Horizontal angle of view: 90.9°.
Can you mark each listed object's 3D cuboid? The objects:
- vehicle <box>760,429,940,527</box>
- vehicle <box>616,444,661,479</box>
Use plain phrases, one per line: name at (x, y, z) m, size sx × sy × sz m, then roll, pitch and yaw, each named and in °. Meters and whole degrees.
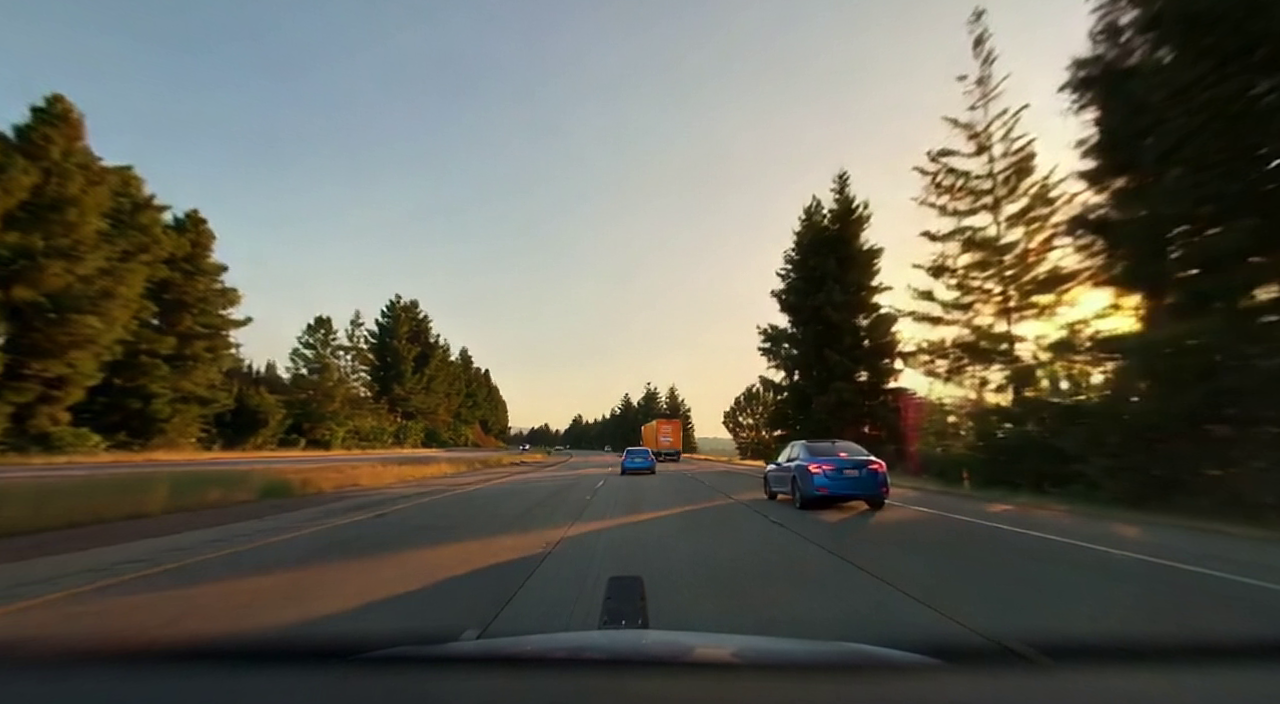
vehicle at (3.936, 2.457, 12.819) m, size 1.977 × 1.599 × 4.605 m, roll 0°, pitch -9°, yaw -1°
vehicle at (-0.112, 4.996, 28.902) m, size 1.913 × 1.460 × 3.610 m, roll 0°, pitch -9°, yaw -2°
